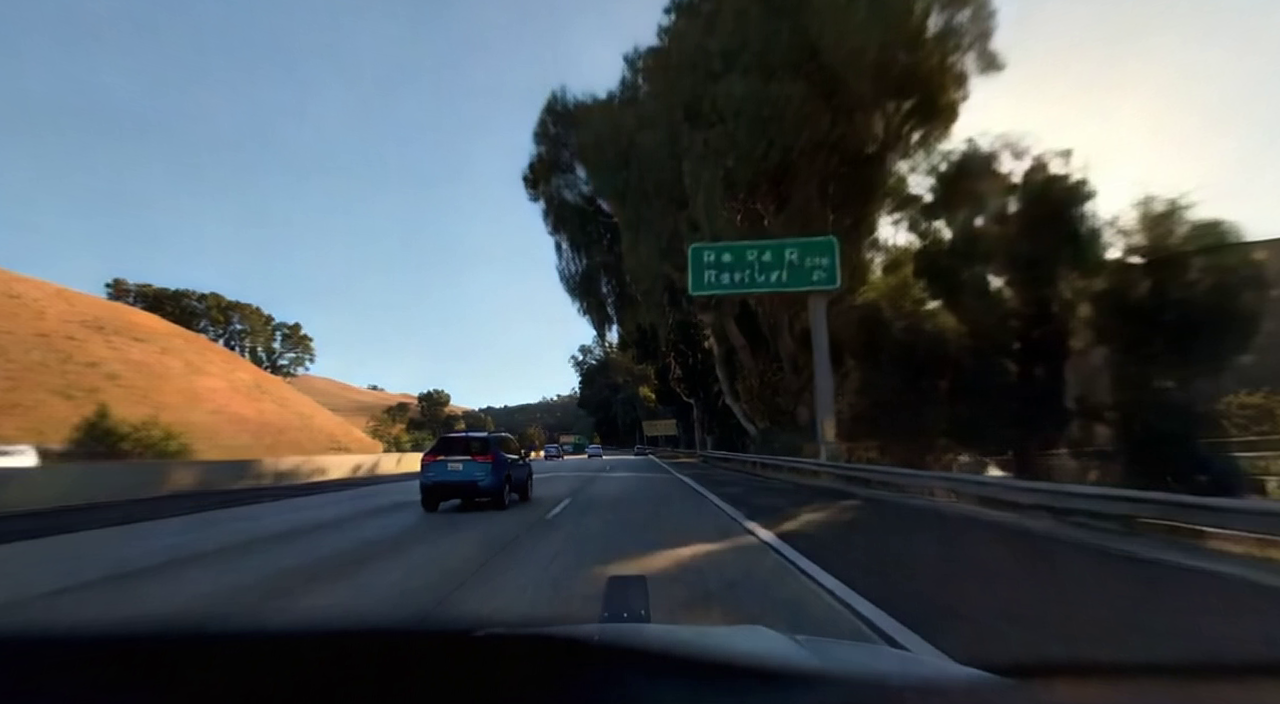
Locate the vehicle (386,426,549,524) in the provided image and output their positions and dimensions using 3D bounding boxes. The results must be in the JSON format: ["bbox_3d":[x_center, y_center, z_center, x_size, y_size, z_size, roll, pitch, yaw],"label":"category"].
[{"bbox_3d":[-3.382,2.501,13.422,2.138,1.718,4.415,0,-8,1],"label":"vehicle"}]
